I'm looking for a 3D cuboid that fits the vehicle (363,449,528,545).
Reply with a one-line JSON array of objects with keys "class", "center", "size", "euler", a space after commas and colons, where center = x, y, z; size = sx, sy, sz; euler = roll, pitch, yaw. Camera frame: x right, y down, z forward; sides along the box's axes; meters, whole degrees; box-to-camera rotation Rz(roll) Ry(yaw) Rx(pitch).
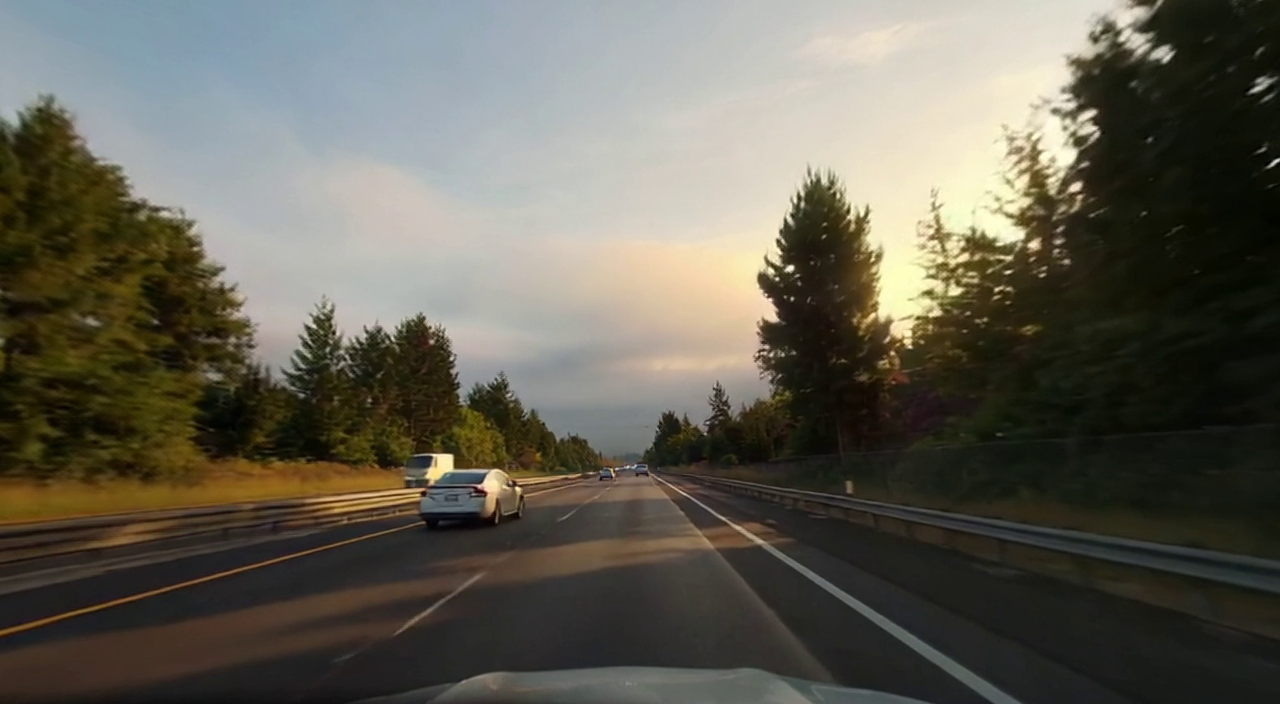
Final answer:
[{"class": "vehicle", "center": [-3.621, 2.808, 12.628], "size": [1.900, 1.550, 4.146], "euler": [0, -11, 1]}]
